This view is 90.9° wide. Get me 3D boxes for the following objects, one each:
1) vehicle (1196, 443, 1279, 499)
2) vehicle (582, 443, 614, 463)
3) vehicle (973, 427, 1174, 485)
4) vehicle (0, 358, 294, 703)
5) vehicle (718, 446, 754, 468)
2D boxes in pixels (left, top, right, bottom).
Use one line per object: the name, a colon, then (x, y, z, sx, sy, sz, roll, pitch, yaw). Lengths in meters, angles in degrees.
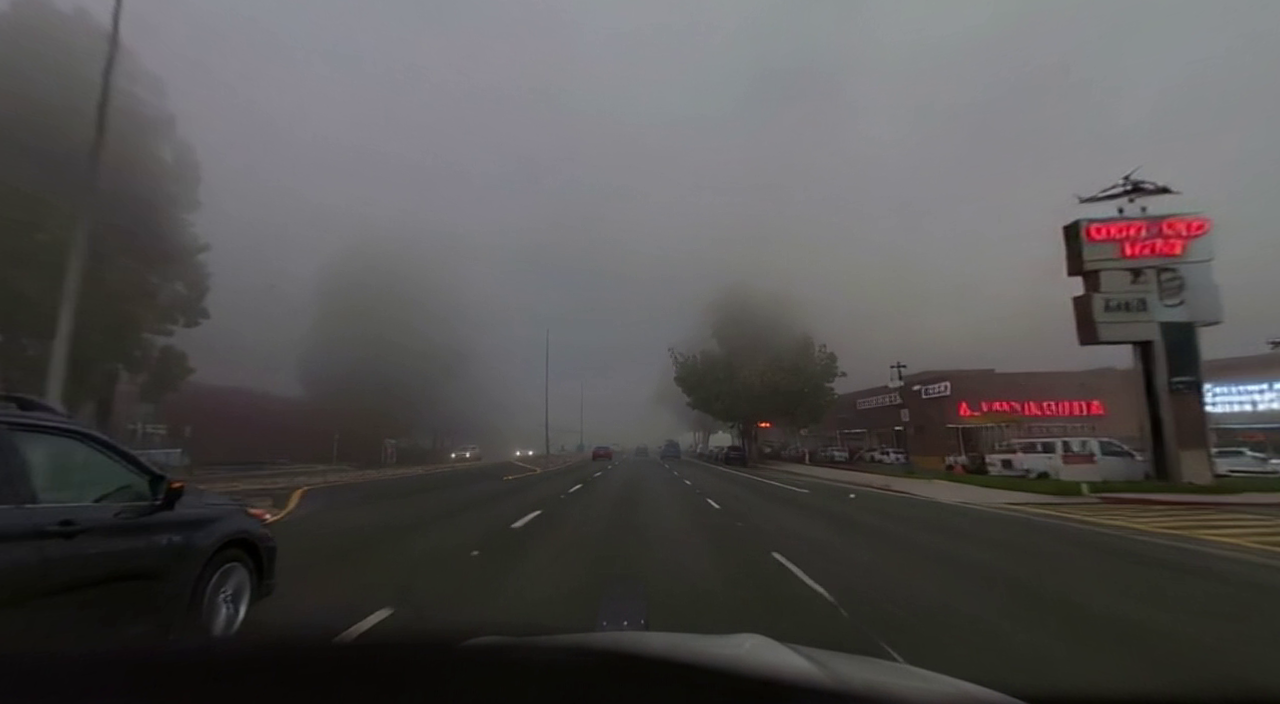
vehicle: (20.512, 3.935, 21.332, 2.102, 1.673, 4.947, -8, -12, 44)
vehicle: (-3.094, 7.520, 47.126, 2.005, 1.446, 4.265, 0, -8, 1)
vehicle: (15.820, 3.734, 23.396, 1.691, 1.670, 5.790, 0, -4, -39)
vehicle: (-3.525, 0.853, 2.520, 1.983, 1.635, 3.957, 0, -8, 0)
vehicle: (6.796, 7.470, 44.960, 1.888, 1.425, 4.547, 0, -8, 0)
